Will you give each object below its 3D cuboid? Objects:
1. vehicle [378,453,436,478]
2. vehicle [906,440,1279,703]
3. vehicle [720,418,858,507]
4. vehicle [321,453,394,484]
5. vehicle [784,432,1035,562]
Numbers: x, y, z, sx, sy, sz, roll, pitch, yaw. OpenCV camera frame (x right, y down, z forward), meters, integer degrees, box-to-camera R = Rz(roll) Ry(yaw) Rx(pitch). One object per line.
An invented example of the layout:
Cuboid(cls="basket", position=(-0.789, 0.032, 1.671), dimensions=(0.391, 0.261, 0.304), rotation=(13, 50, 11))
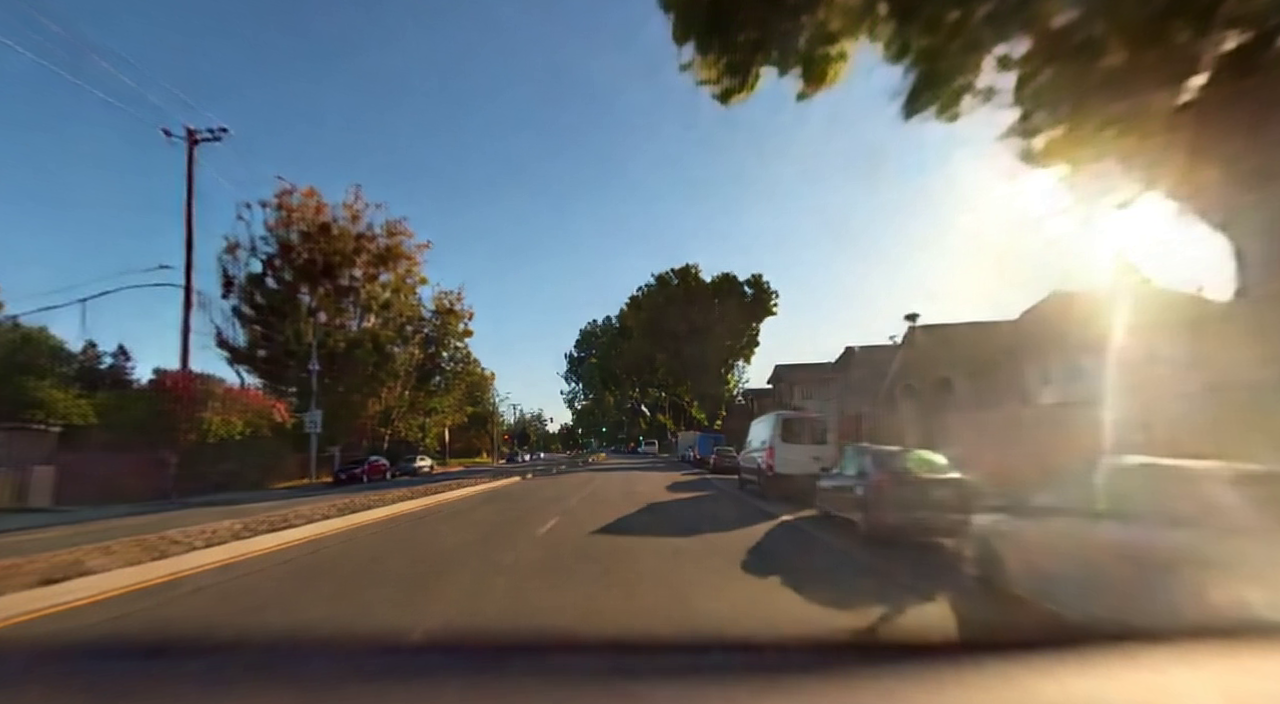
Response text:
Cuboid(cls="vehicle", position=(-15.273, 7.451, 41.364), dimensions=(1.944, 1.454, 4.581), rotation=(0, -8, 1))
Cuboid(cls="vehicle", position=(3.691, 1.288, 4.182), dimensions=(1.845, 1.364, 4.471), rotation=(0, -8, -1))
Cuboid(cls="vehicle", position=(3.766, 2.954, 17.345), dimensions=(2.372, 2.008, 6.181), rotation=(0, -8, 1))
Cuboid(cls="vehicle", position=(-15.181, 6.276, 34.071), dimensions=(1.992, 1.517, 4.426), rotation=(0, -8, -2))
Cuboid(cls="vehicle", position=(3.660, 2.020, 9.643), dimensions=(1.830, 1.484, 4.639), rotation=(0, -8, 1))
